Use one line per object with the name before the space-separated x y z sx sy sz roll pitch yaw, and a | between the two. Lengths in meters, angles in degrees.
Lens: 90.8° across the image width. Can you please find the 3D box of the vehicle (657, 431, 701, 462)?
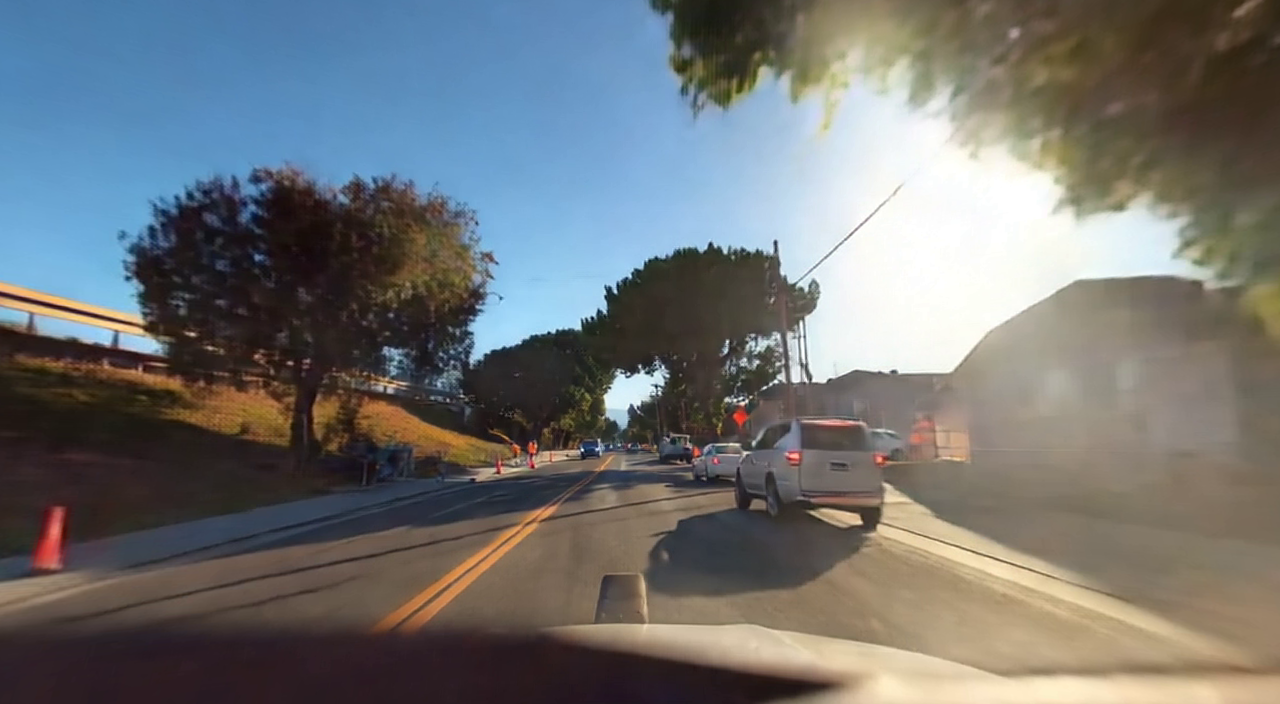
vehicle | 2.782 7.044 46.863 2.759 2.114 6.152 0 -9 -1

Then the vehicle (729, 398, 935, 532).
vehicle | 3.176 2.044 11.827 2.293 1.957 4.934 0 -9 0

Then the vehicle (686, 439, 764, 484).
vehicle | 2.989 3.988 23.247 2.006 1.482 4.722 1 -9 -3
